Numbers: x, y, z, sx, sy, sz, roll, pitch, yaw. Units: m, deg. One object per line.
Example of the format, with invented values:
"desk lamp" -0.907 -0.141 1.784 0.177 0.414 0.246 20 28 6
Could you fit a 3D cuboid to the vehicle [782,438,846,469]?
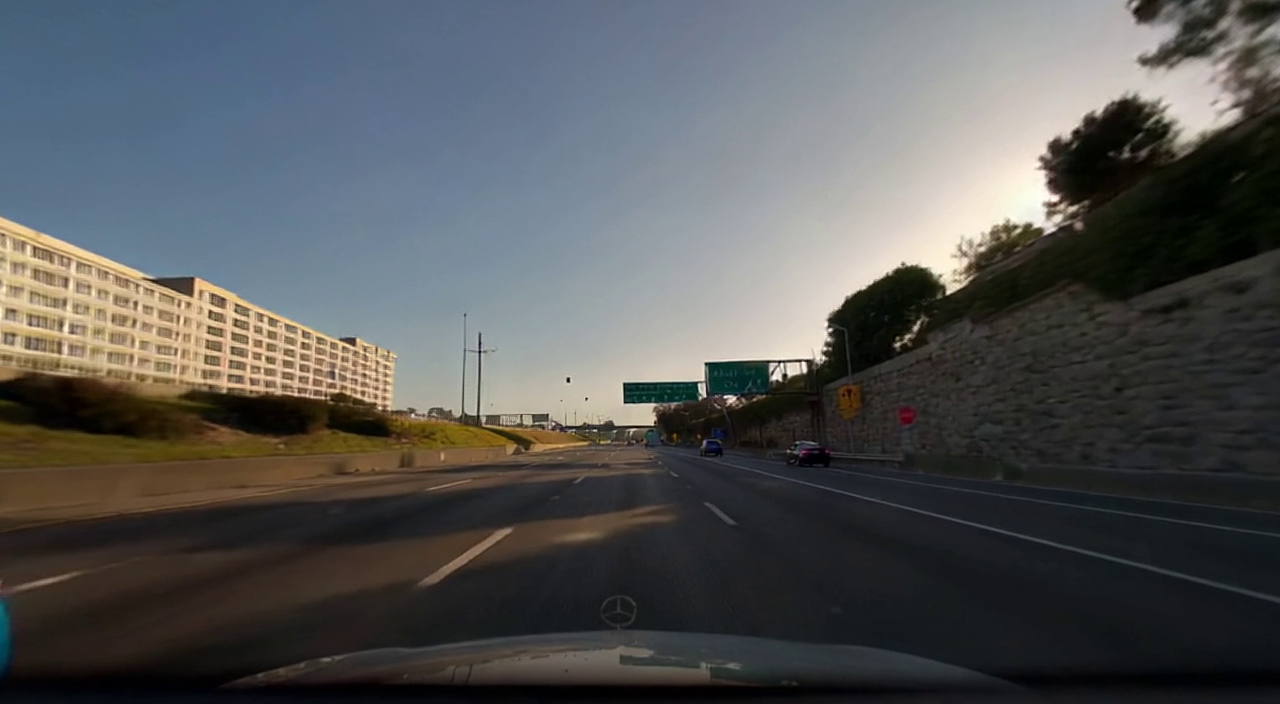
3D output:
"vehicle" 10.162 5.968 37.389 2.165 1.636 5.175 1 -8 -2
